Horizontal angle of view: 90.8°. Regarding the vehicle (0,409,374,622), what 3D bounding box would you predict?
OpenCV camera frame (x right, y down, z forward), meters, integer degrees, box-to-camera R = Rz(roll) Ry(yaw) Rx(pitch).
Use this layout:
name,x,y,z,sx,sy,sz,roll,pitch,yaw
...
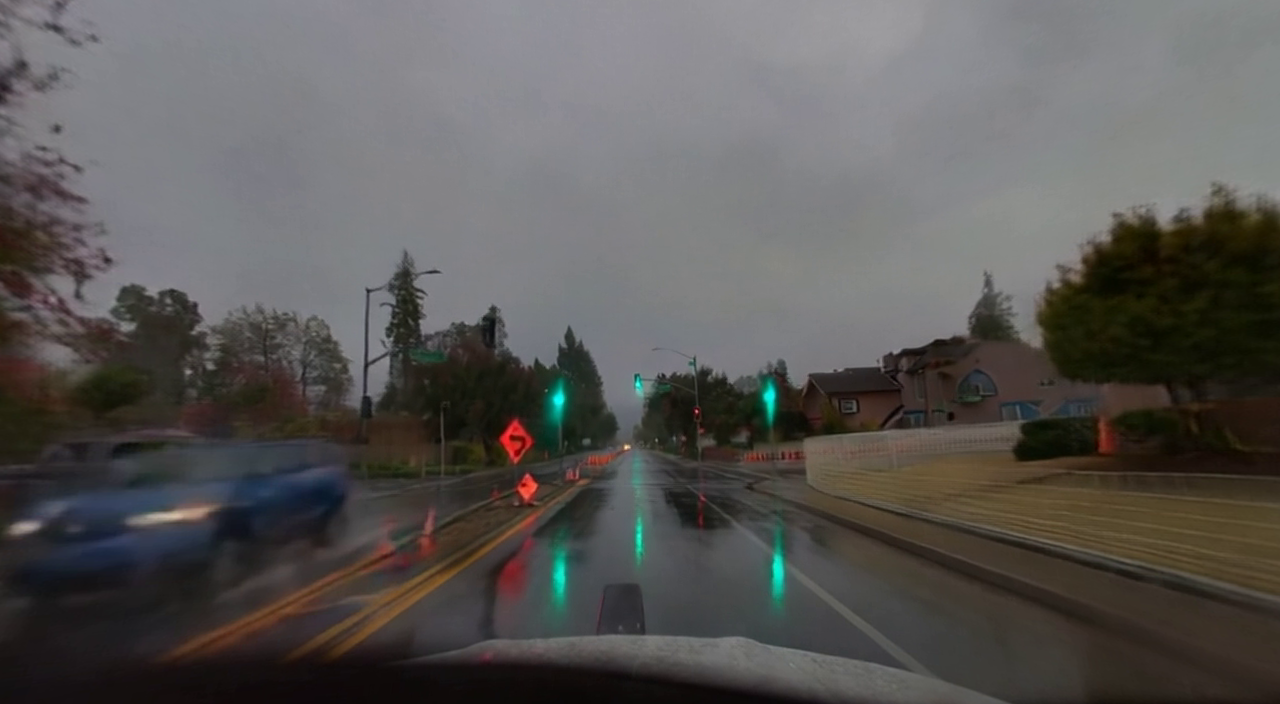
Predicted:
name,x,y,z,sx,sy,sz,roll,pitch,yaw
vehicle,-5.567,1.825,8.133,2.240,1.879,4.847,0,-9,-1
